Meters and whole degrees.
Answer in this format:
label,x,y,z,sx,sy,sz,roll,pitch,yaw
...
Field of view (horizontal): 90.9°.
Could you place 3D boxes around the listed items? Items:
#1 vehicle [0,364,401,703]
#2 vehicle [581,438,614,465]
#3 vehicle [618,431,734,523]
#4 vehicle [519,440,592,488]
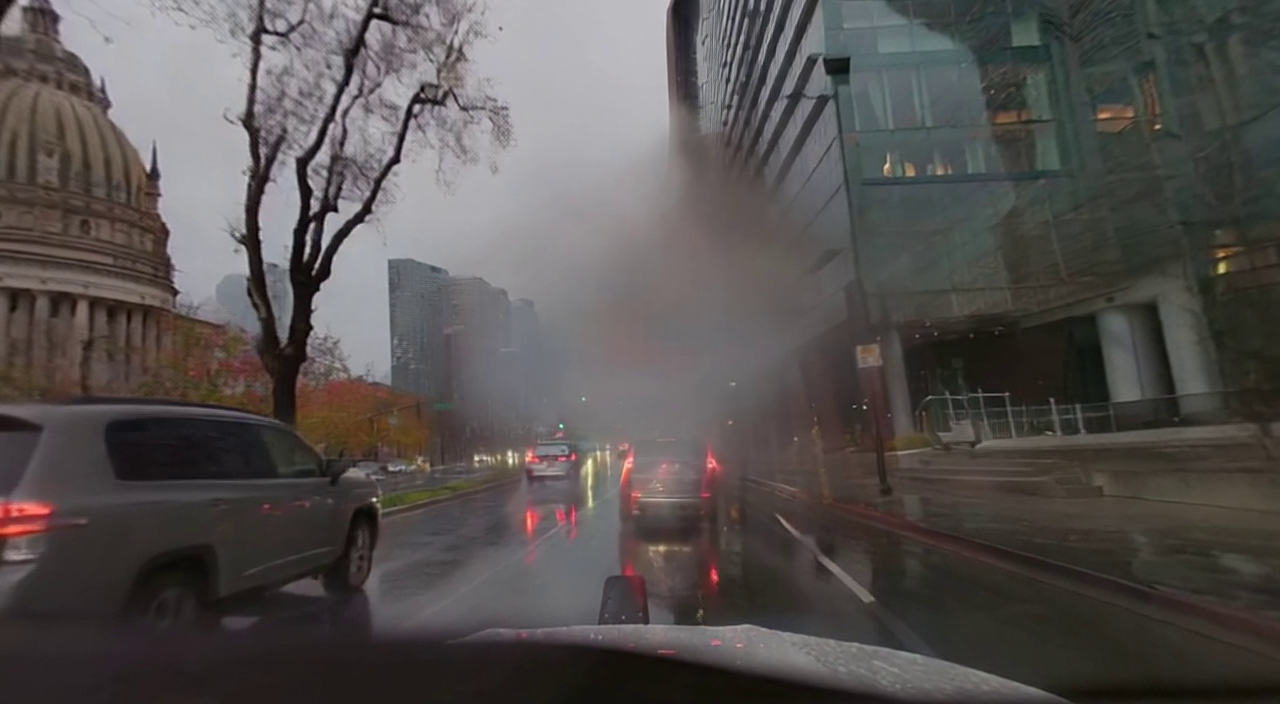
label,x,y,z,sx,sy,sz,roll,pitch,yaw
vehicle,-3.258,1.136,4.163,1.848,1.641,3.686,0,-9,1
vehicle,-2.944,7.012,44.407,1.969,1.764,4.160,0,-9,0
vehicle,0.563,2.375,12.451,1.933,1.504,3.802,0,-9,-1
vehicle,-2.853,3.891,22.221,1.961,1.517,4.202,0,-9,0
